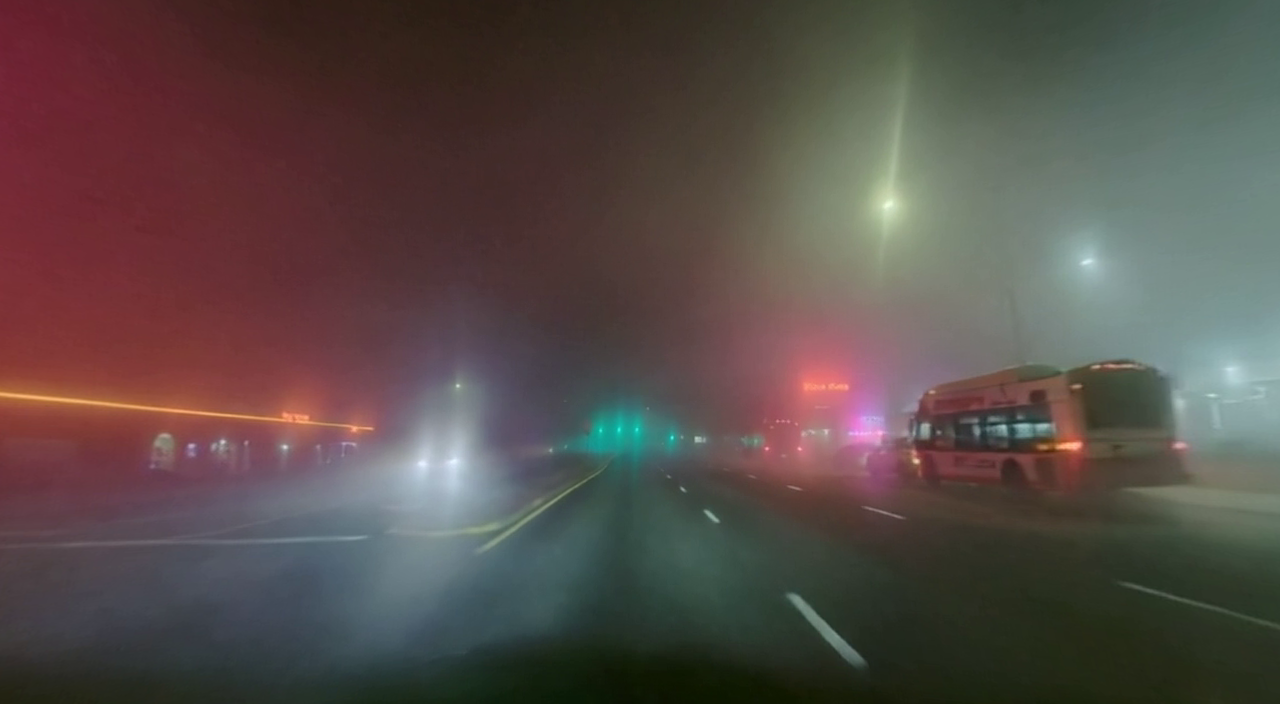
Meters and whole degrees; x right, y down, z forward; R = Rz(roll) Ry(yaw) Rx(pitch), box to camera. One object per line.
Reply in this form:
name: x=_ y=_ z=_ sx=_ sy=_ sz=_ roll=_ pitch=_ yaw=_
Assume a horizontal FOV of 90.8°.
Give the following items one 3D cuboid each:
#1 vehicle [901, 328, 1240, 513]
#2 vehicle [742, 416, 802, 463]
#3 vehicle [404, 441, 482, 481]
vehicle: x=9.944 y=1.855 z=16.214 sx=2.897 sy=3.584 sz=7.857 roll=0 pitch=-8 yaw=-2
vehicle: x=9.791 y=6.610 z=47.604 sx=2.923 sy=3.249 sz=6.993 roll=0 pitch=-8 yaw=0
vehicle: x=-8.931 y=4.967 z=29.174 sx=1.939 sy=1.643 sz=4.975 roll=0 pitch=-8 yaw=1
